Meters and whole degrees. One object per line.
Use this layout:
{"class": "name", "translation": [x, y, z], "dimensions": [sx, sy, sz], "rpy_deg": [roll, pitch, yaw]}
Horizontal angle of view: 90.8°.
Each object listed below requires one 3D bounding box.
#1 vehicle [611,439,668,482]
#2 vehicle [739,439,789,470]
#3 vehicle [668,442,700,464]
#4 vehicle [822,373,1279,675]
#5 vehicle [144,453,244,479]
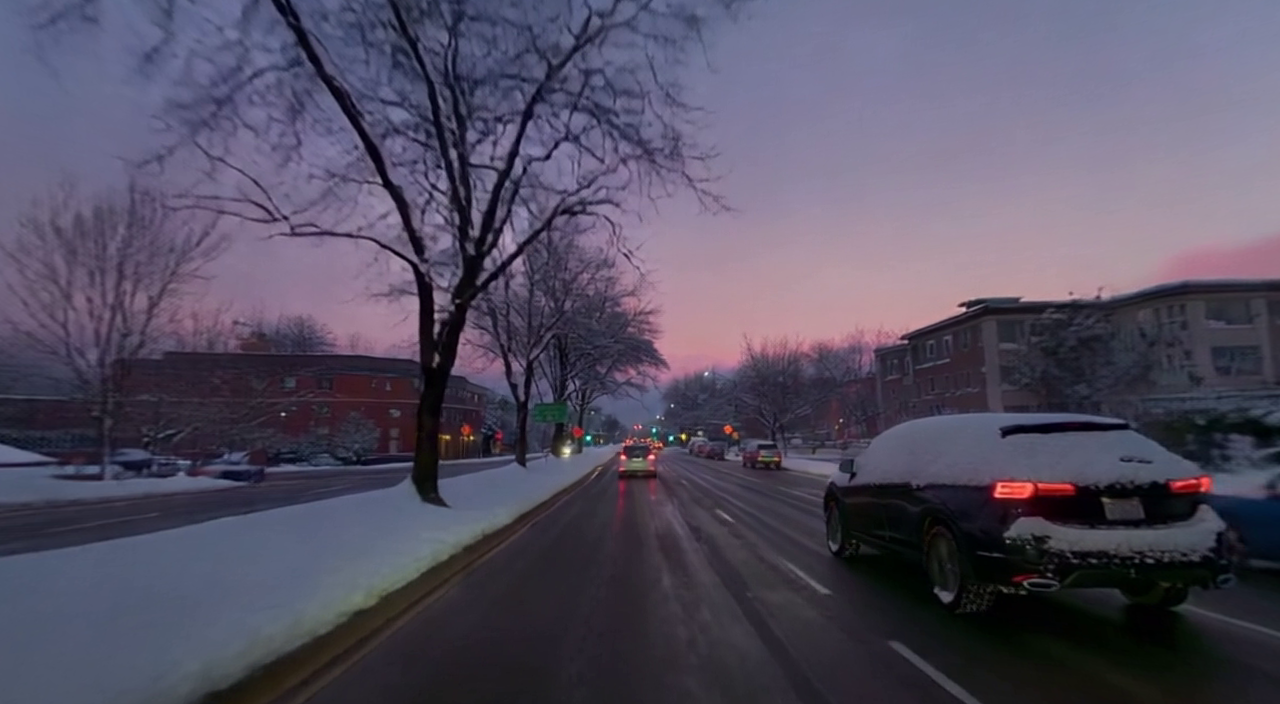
{"class": "vehicle", "translation": [-0.042, 4.136, 24.346], "dimensions": [2.006, 1.487, 3.535], "rpy_deg": [0, -9, -1]}
{"class": "vehicle", "translation": [7.435, 6.212, 38.389], "dimensions": [2.115, 1.739, 4.528], "rpy_deg": [0, -9, 0]}
{"class": "vehicle", "translation": [3.161, 7.357, 46.210], "dimensions": [1.910, 1.474, 4.003], "rpy_deg": [0, -9, -2]}
{"class": "vehicle", "translation": [3.279, 1.285, 5.733], "dimensions": [1.949, 1.723, 4.020], "rpy_deg": [0, -9, -1]}
{"class": "vehicle", "translation": [-27.824, 7.100, 39.497], "dimensions": [4.732, 1.497, 2.077], "rpy_deg": [-1, -9, 2]}
